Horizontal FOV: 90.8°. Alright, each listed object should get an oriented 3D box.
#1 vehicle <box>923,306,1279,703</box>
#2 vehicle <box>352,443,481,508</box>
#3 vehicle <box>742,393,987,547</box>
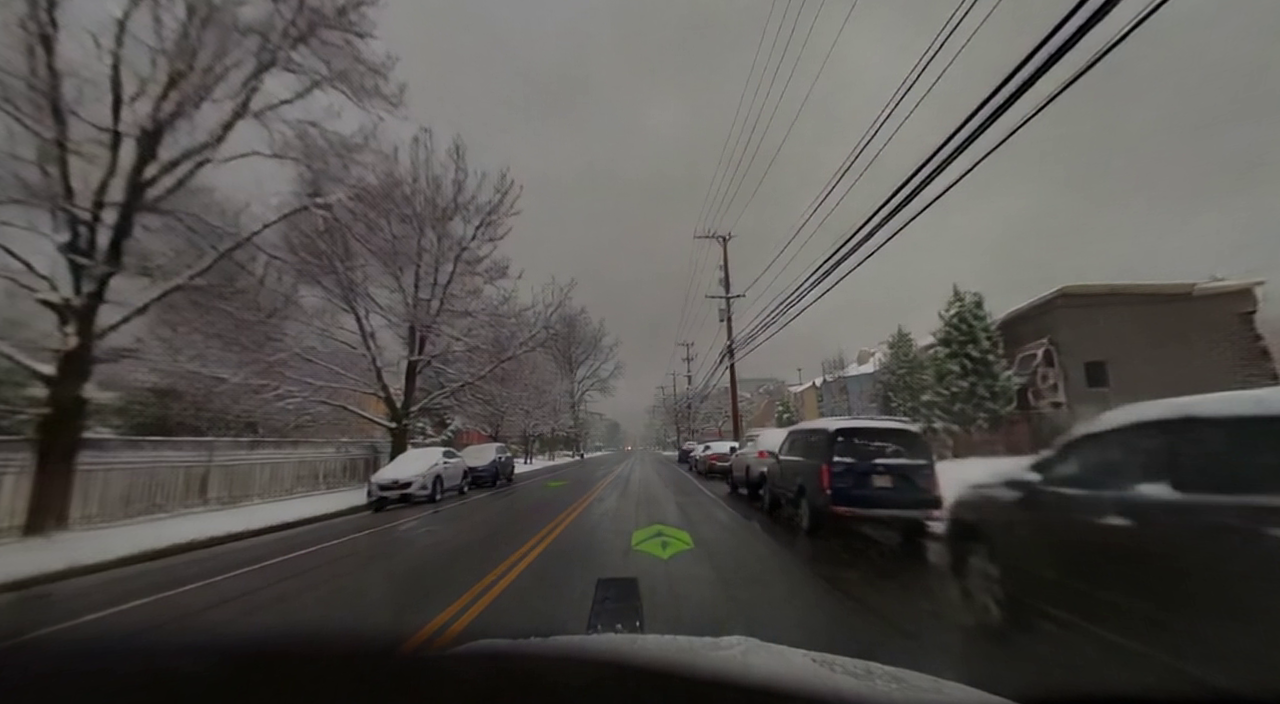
[{"bbox_3d":[3.392,0.819,2.674,2.142,1.840,4.771,0,-8,0],"label":"vehicle"},{"bbox_3d":[-6.442,3.583,18.909,2.084,1.573,4.599,-2,-7,2],"label":"vehicle"},{"bbox_3d":[3.480,2.007,11.387,2.407,2.069,5.577,0,-8,1],"label":"vehicle"}]
